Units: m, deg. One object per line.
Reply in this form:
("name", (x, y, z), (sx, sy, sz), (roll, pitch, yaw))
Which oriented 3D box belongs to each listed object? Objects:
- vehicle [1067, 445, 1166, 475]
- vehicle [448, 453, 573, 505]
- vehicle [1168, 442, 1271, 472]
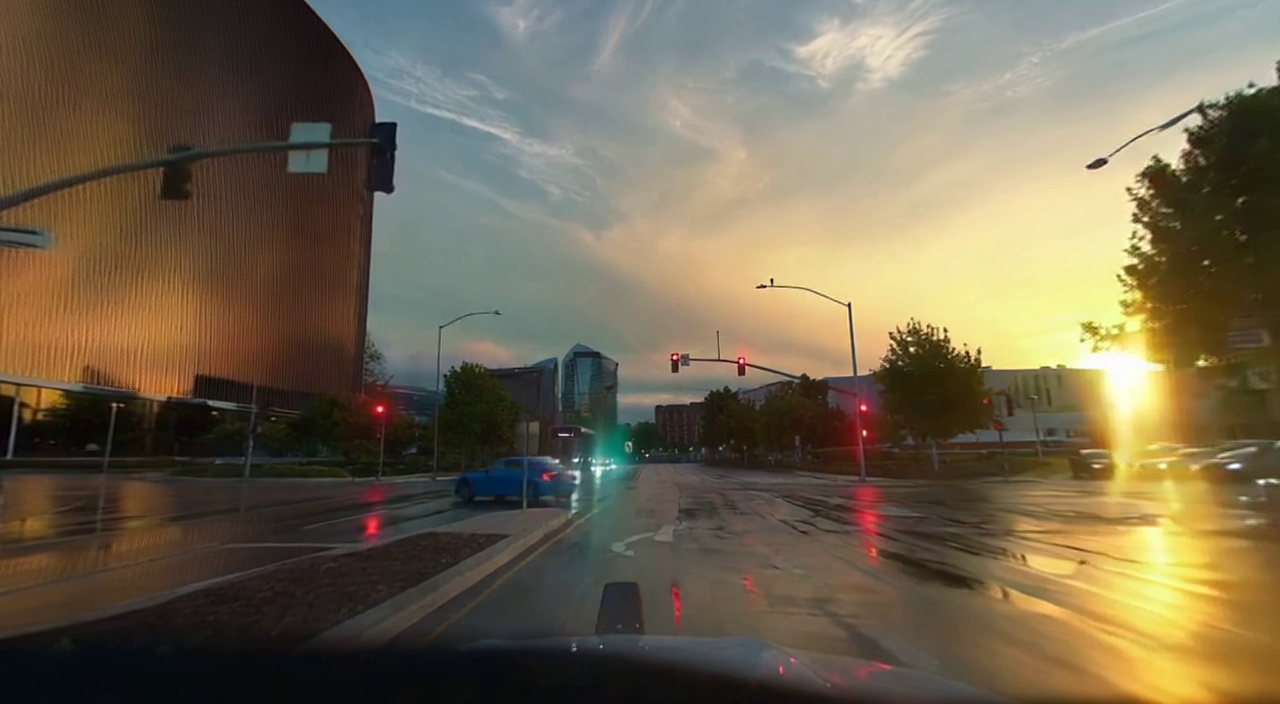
("vehicle", (25.307, 5.743, 33.692), (2.021, 1.484, 4.454), (0, -9, 4))
("vehicle", (-4.423, 4.190, 21.234), (4.197, 1.525, 2.014), (-8, -12, 42))
("vehicle", (30.174, 5.486, 32.961), (1.946, 1.467, 3.670), (0, -9, 3))
